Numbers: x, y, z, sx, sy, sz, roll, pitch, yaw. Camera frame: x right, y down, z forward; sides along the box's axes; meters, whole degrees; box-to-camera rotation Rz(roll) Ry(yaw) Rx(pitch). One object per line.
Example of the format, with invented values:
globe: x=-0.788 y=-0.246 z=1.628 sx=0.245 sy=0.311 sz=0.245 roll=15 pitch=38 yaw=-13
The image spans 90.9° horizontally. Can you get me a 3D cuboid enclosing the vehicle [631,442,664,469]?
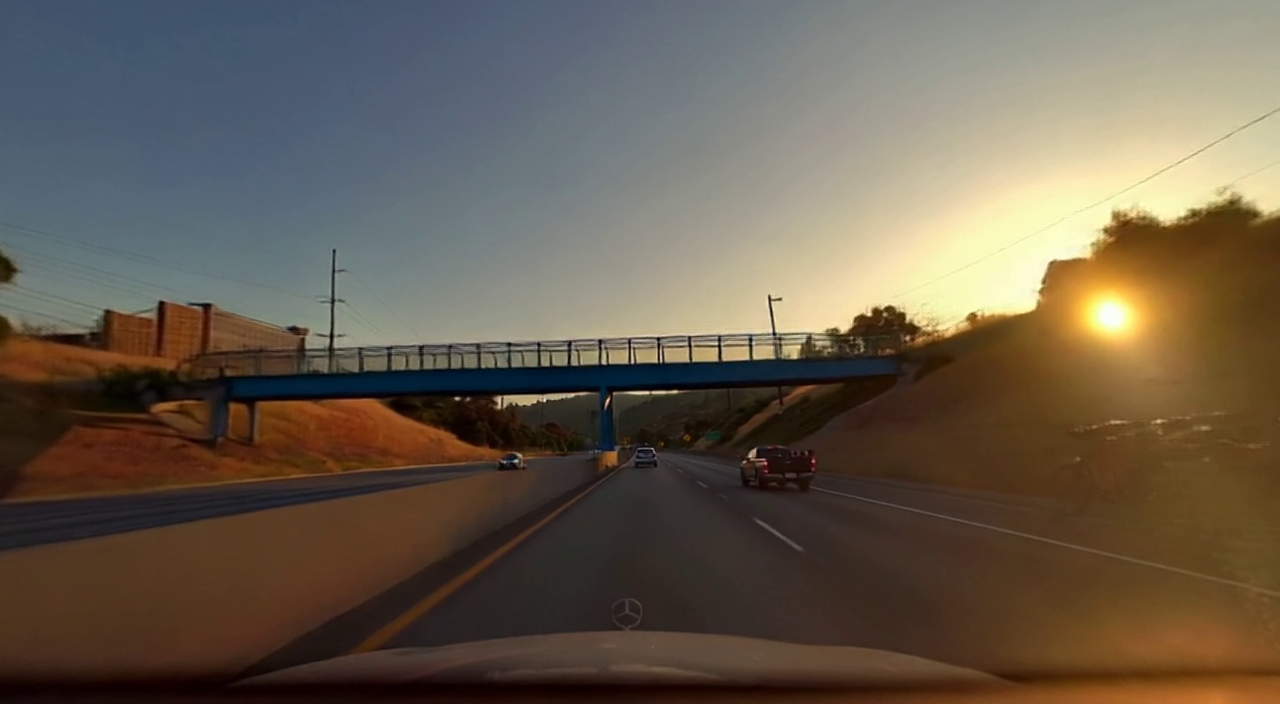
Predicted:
vehicle: x=0.621 y=7.879 z=48.228 sx=2.369 sy=1.948 sz=5.343 roll=0 pitch=-9 yaw=2

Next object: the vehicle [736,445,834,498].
vehicle: x=4.550 y=3.822 z=20.596 sx=1.988 sy=1.505 sz=4.958 roll=0 pitch=-9 yaw=0
